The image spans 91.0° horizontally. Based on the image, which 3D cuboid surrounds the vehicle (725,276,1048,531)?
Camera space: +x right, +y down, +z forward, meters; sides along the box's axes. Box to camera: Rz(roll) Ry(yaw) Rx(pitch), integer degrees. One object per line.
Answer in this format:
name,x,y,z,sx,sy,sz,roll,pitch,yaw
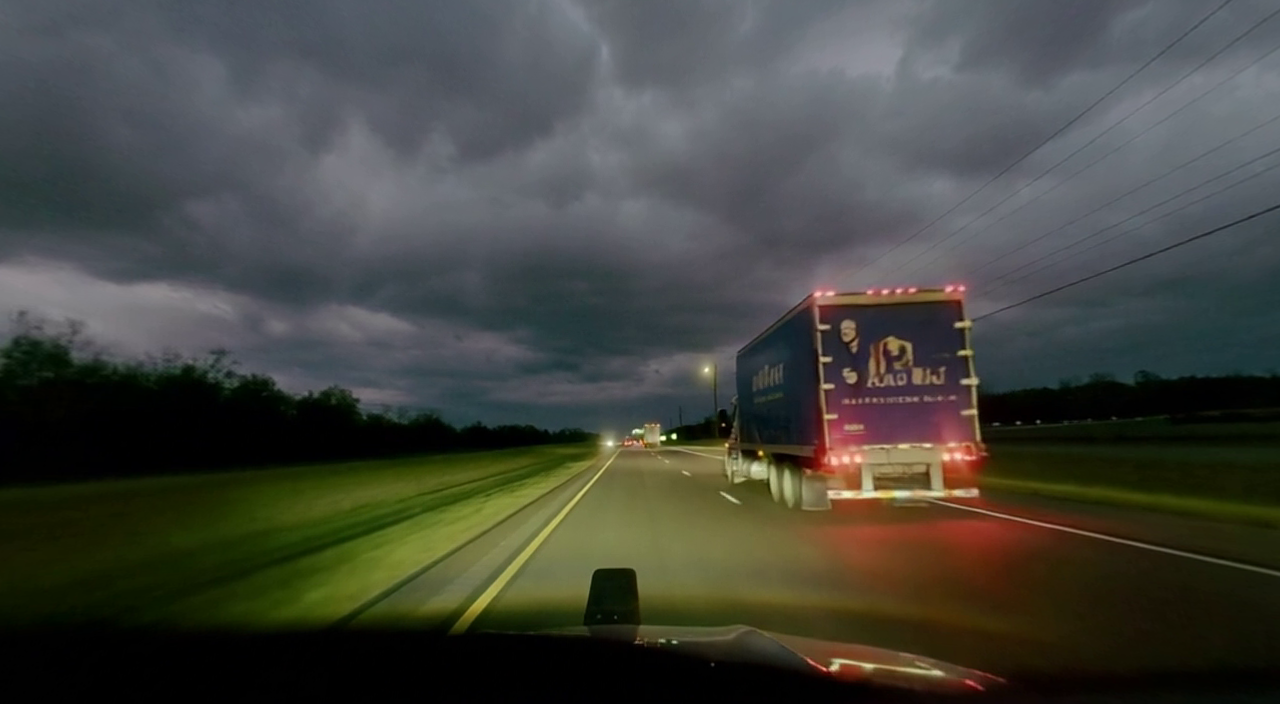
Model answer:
vehicle,4.134,1.333,13.649,3.037,3.672,9.136,0,-8,-2
